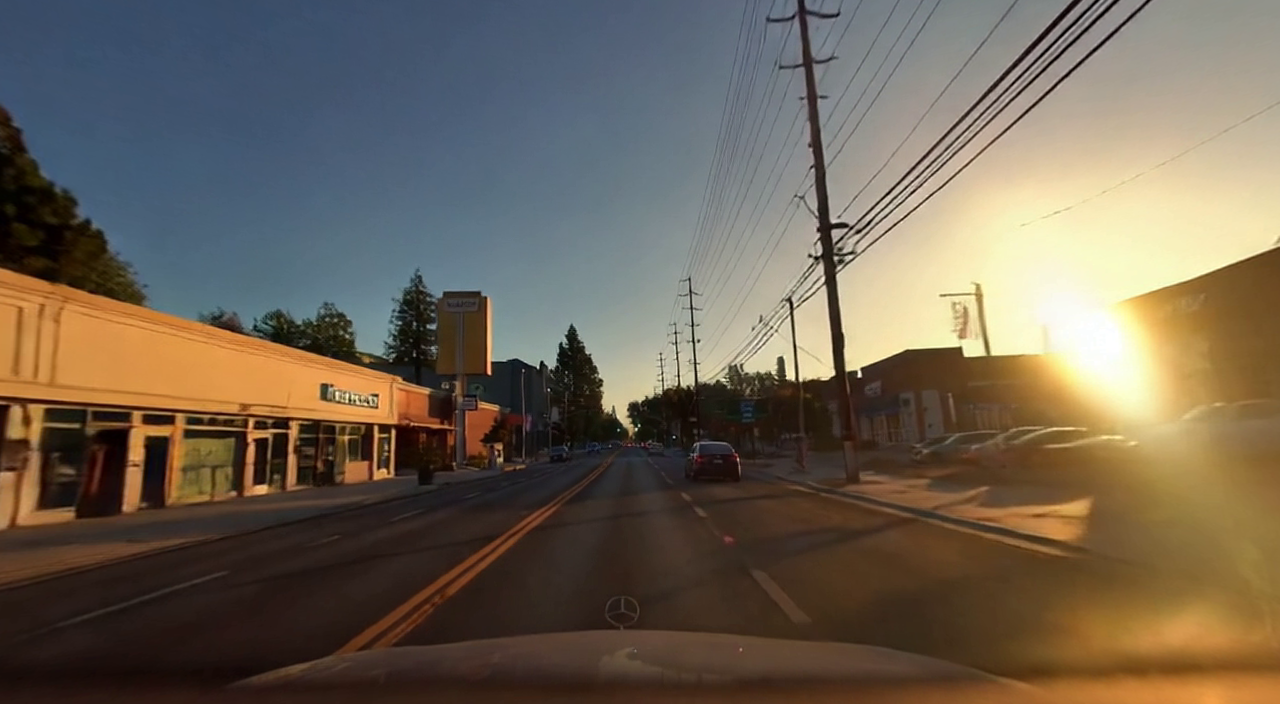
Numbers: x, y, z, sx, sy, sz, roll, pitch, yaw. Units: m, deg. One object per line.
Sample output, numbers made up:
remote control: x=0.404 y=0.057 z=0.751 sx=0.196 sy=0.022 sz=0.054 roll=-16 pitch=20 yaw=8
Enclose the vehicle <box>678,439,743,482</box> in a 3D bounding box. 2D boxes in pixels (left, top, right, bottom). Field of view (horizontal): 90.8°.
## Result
vehicle: x=2.612 y=4.107 z=24.190 sx=1.975 sy=1.497 sz=3.647 roll=0 pitch=-9 yaw=-1
